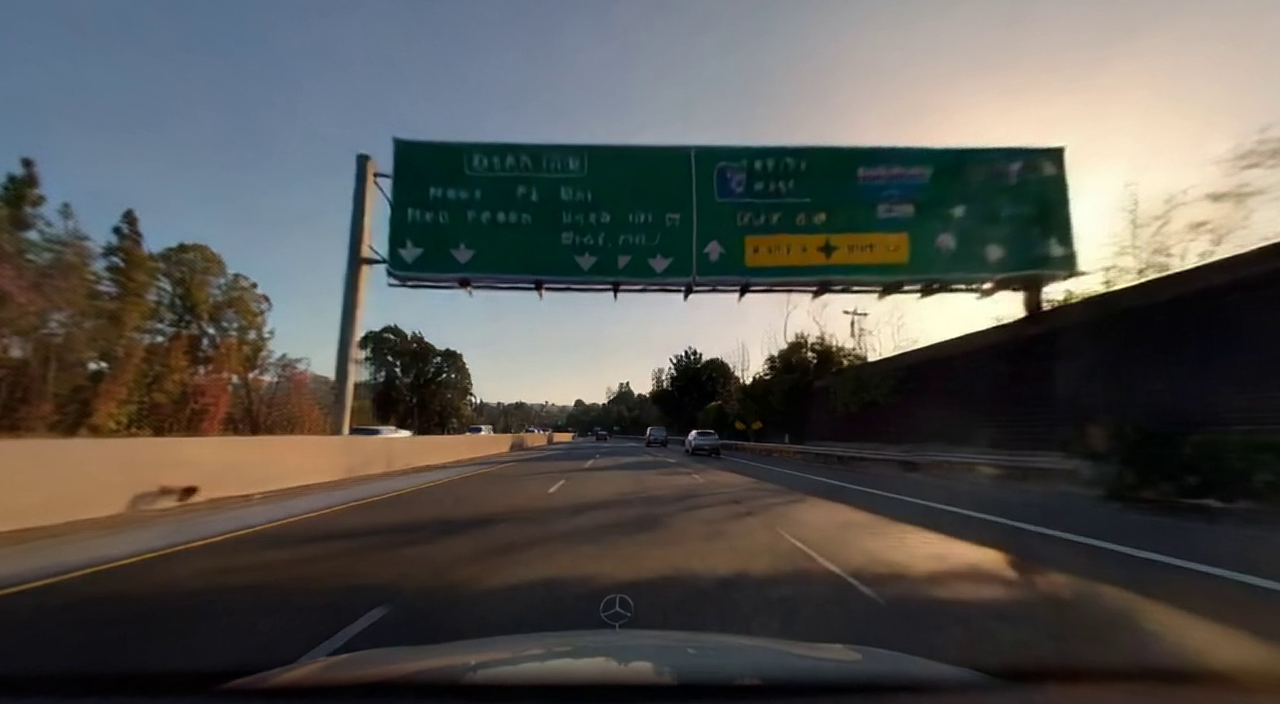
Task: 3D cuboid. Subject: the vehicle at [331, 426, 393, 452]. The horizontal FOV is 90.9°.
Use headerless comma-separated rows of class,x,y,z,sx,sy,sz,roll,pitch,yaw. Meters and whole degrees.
vehicle,-16.734,5.280,38.180,1.925,1.439,4.123,0,-8,-1
